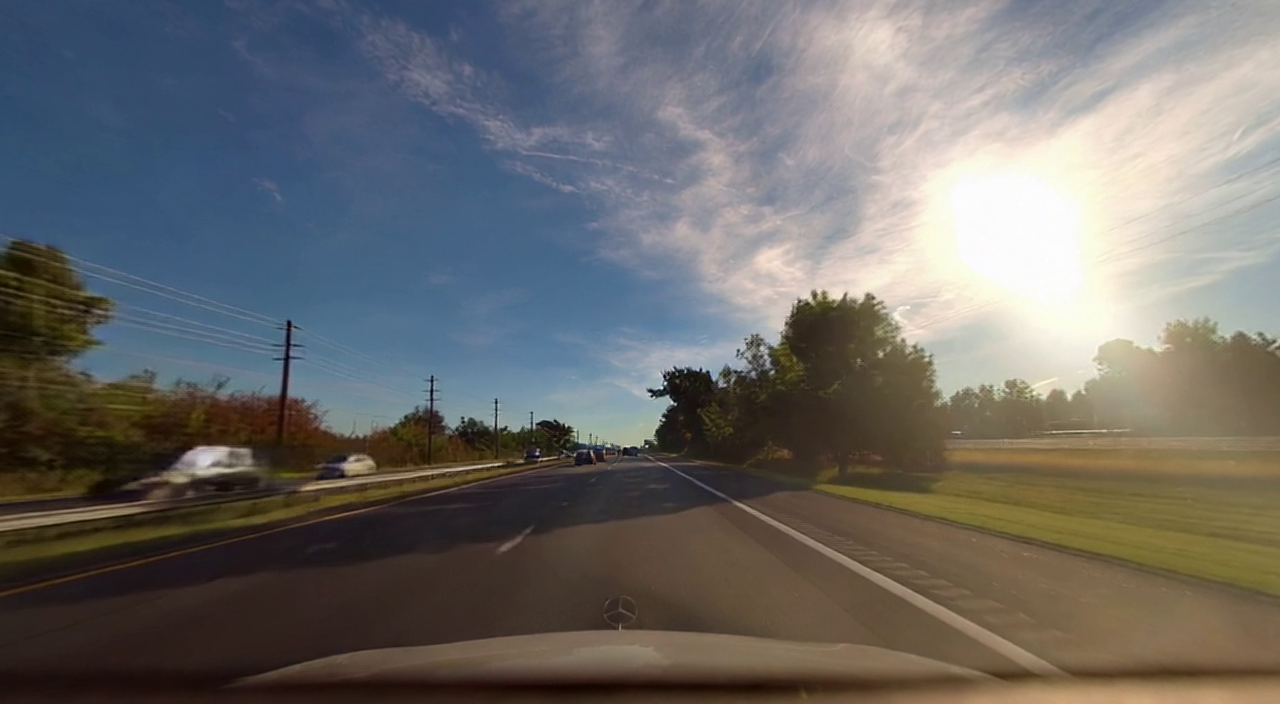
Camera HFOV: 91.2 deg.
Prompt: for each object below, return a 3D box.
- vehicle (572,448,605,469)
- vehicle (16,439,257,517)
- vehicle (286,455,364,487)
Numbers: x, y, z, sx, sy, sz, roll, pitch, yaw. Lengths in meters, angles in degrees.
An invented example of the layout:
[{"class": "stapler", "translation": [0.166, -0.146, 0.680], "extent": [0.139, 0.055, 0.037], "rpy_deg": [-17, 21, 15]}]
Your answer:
[{"class": "vehicle", "translation": [-3.858, 8.102, 47.780], "extent": [2.123, 1.545, 4.404], "rpy_deg": [0, -9, 0]}, {"class": "vehicle", "translation": [-12.945, 3.252, 16.758], "extent": [2.100, 1.724, 5.195], "rpy_deg": [0, -9, 0]}, {"class": "vehicle", "translation": [-16.702, 6.326, 33.549], "extent": [1.838, 1.504, 4.574], "rpy_deg": [0, -9, -1]}]
